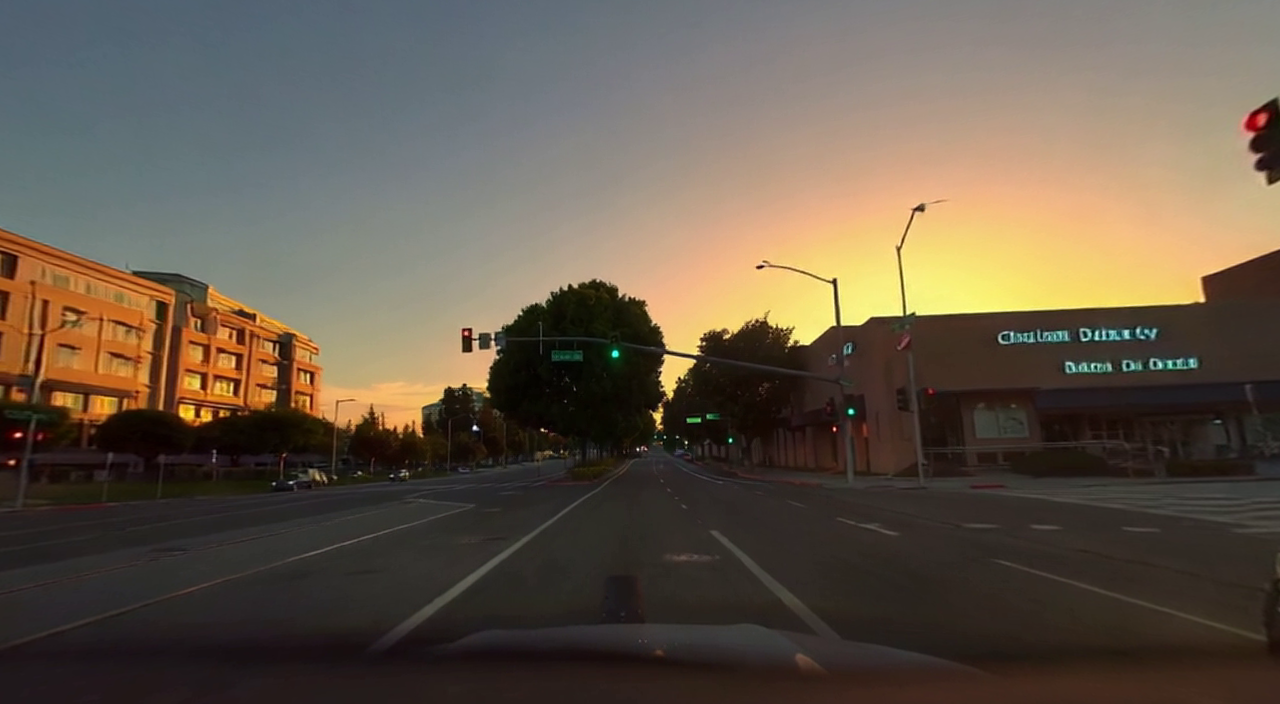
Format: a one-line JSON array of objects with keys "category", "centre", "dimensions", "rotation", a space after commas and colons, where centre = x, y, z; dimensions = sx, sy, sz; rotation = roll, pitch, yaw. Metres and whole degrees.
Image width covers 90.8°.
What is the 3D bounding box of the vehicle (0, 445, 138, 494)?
[{"category": "vehicle", "centre": [-40.944, 8.383, 45.378], "dimensions": [7.220, 3.287, 2.764], "rotation": [0, -8, 0]}]
